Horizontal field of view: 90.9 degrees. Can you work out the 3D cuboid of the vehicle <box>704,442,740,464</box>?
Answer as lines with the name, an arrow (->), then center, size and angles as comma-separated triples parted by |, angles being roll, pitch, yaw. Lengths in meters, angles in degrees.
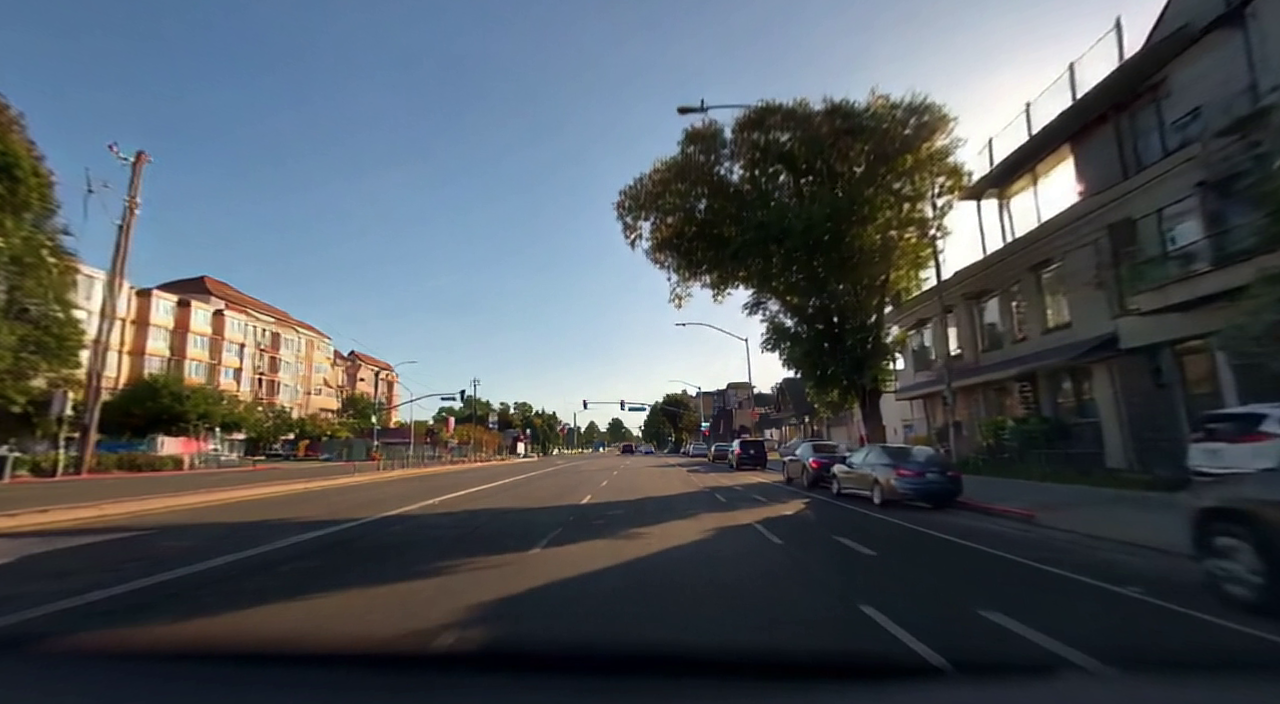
vehicle -> 6.210, 7.745, 48.355 | 2.057, 1.541, 4.735 | 0, -9, -1

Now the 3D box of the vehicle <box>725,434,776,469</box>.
vehicle -> 6.136, 5.597, 35.469 | 1.931, 1.814, 4.870 | 0, -9, 0

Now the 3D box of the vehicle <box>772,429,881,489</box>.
vehicle -> 5.972, 3.510, 20.920 | 1.965, 1.705, 5.114 | 0, -9, -1

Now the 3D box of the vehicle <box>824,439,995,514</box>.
vehicle -> 6.020, 2.828, 14.851 | 1.855, 1.463, 4.729 | 0, -9, -1

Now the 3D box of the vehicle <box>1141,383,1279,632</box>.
vehicle -> 5.889, 0.934, 3.196 | 2.218, 1.842, 5.475 | 0, -9, 1
